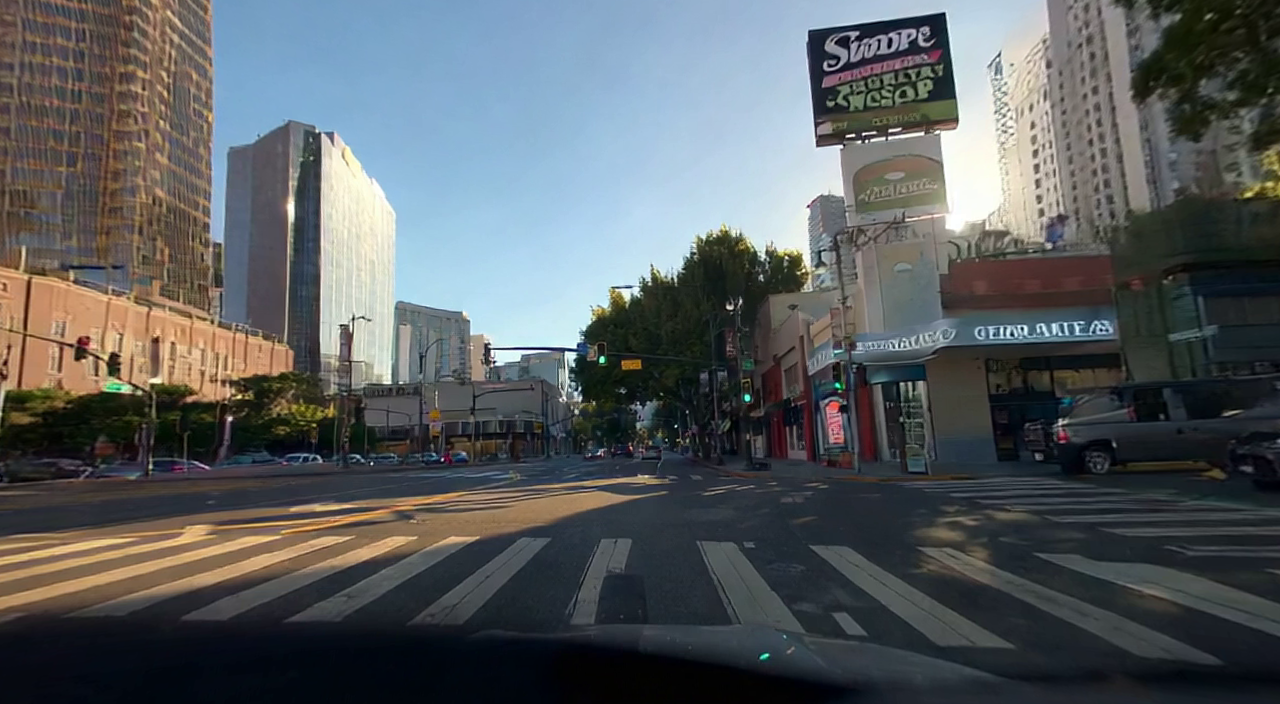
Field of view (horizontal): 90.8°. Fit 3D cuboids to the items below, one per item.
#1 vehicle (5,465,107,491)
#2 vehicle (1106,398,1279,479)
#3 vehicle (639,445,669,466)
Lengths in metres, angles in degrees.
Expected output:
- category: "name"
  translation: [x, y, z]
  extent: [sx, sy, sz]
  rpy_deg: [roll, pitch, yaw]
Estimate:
- category: "vehicle"
  translation: [-38.624, 8.303, 41.902]
  extent: [1.826, 1.432, 4.530]
  rpy_deg: [-5, -10, 30]
- category: "vehicle"
  translation: [15.186, 2.166, 15.766]
  extent: [5.097, 1.848, 2.288]
  rpy_deg: [-2, -9, 11]
- category: "vehicle"
  translation: [1.051, 7.842, 48.079]
  extent: [2.168, 1.545, 4.047]
  rpy_deg: [0, -9, 2]
